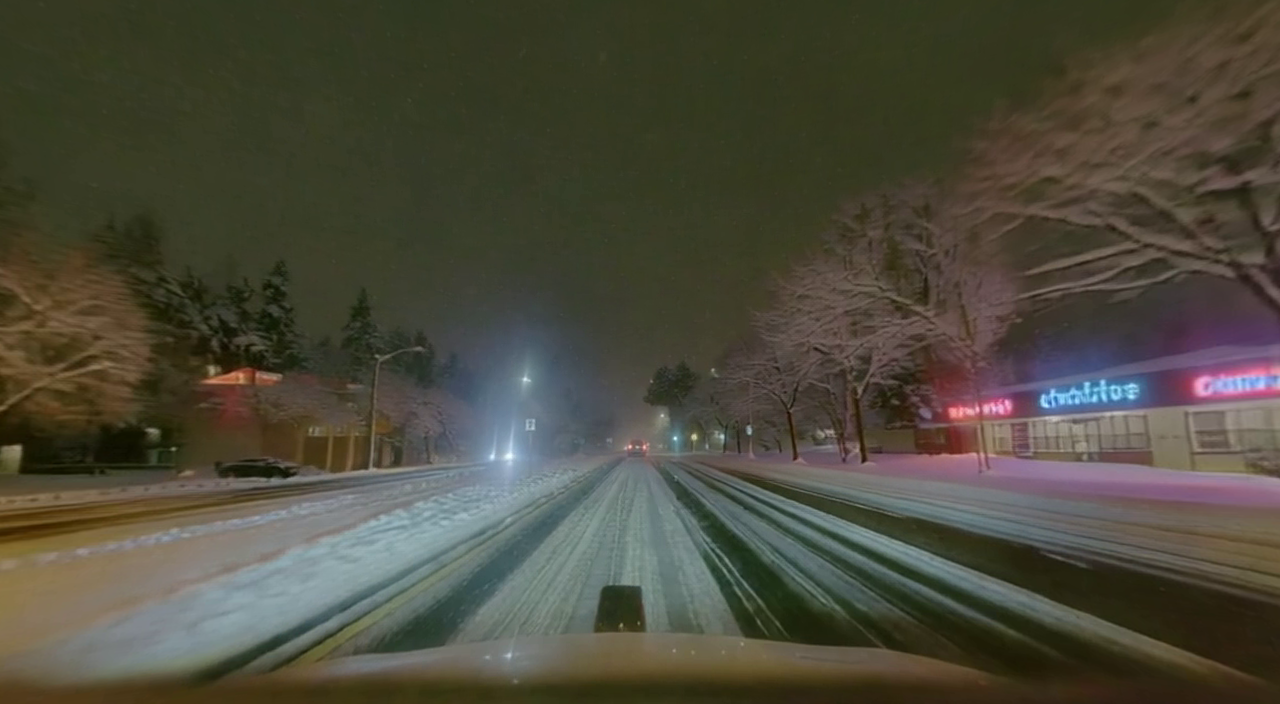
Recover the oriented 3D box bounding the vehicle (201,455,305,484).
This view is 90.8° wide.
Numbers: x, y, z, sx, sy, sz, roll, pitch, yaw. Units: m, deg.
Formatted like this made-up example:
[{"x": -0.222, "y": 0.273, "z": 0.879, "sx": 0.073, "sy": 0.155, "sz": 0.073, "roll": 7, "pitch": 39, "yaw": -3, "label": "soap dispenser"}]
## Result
[{"x": -21.324, "y": 6.446, "z": 34.863, "sx": 4.665, "sy": 1.486, "sz": 1.918, "roll": -2, "pitch": -9, "yaw": 9, "label": "vehicle"}]
